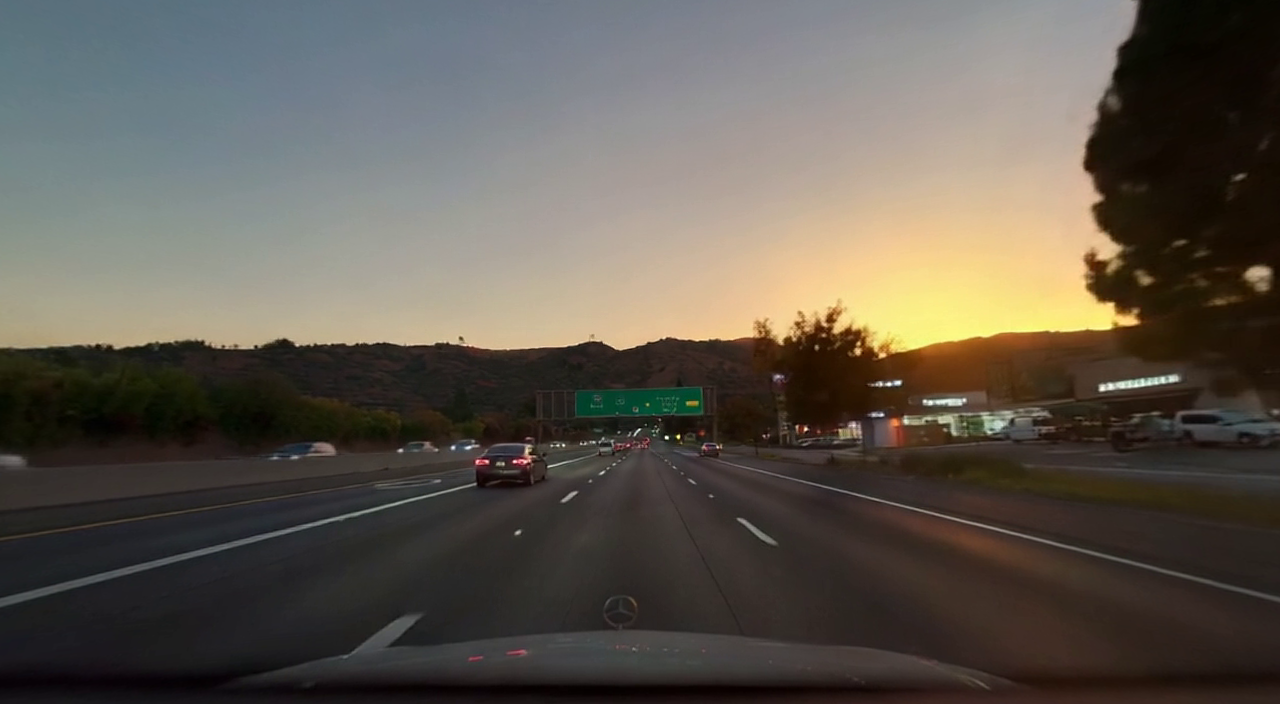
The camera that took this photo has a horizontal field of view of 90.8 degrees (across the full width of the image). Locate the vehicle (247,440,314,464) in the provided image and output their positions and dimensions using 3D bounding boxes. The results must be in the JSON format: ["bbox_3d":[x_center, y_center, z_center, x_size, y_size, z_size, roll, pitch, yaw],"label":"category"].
[{"bbox_3d":[-22.731,6.320,40.140,1.762,1.400,4.240,0,-8,0],"label":"vehicle"}]

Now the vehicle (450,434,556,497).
[{"bbox_3d":[-3.649,3.097,17.642,1.939,1.508,4.272,0,-8,1],"label":"vehicle"}]
